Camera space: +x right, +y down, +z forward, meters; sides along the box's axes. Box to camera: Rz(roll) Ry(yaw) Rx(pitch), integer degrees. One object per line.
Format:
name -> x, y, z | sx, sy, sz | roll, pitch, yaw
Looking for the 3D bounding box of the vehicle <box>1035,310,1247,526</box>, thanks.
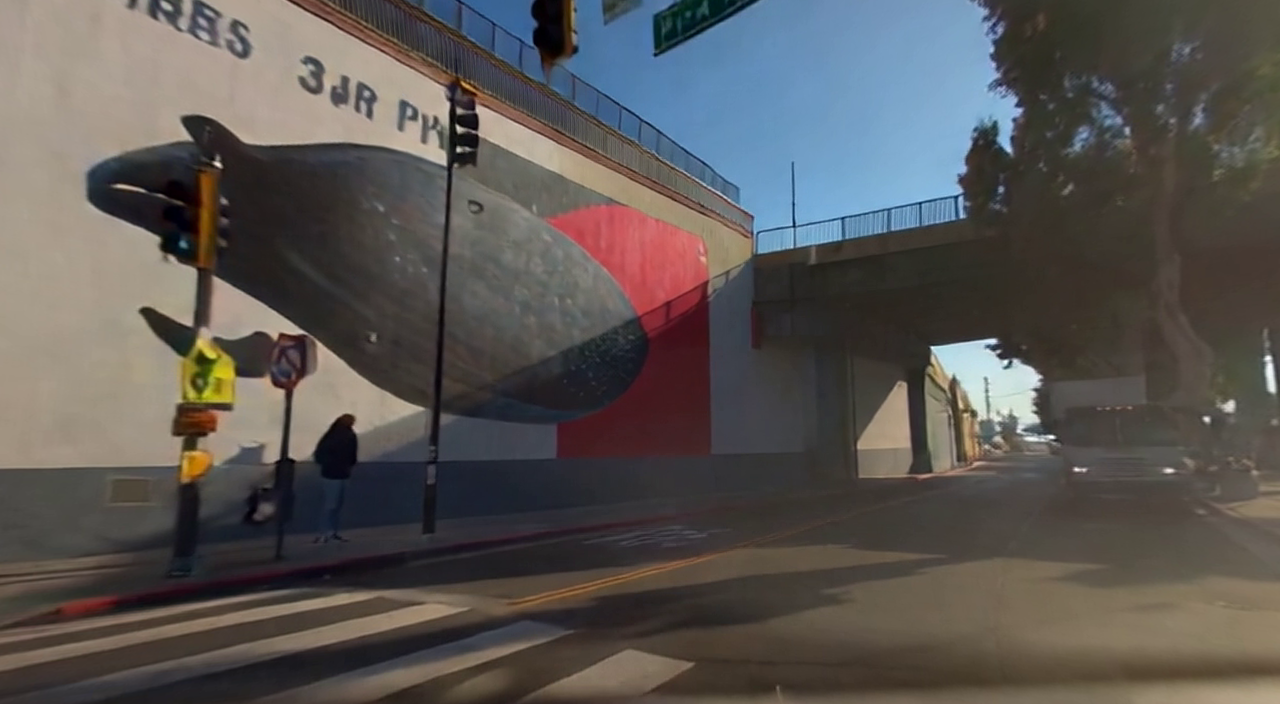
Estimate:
vehicle -> 12.189, 1.819, 15.971 | 2.849, 3.893, 9.347 | -6, -10, 34
